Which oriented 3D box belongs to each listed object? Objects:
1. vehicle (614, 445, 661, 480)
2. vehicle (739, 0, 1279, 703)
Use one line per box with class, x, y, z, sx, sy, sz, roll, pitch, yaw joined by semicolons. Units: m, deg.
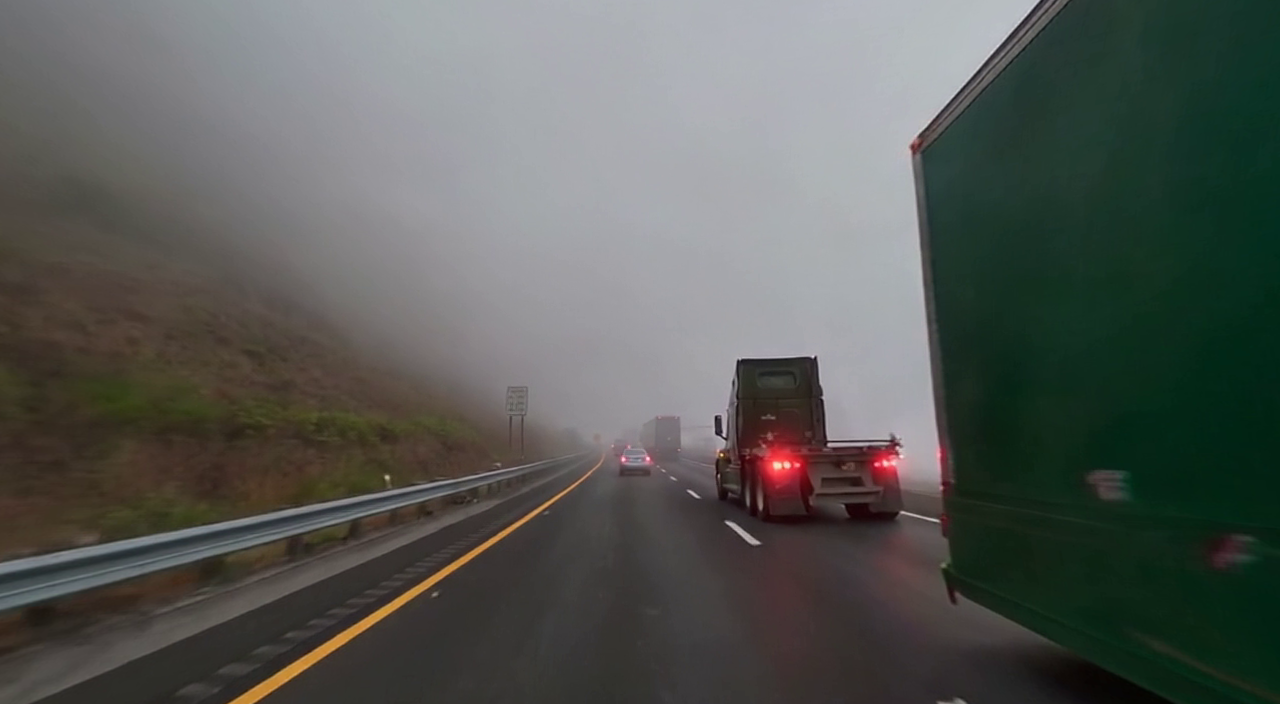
vehicle;-0.131;4.875;27.989;1.927;1.437;3.794;0;-9;0
vehicle;3.613;0.377;6.838;2.874;4.065;14.243;0;-9;0
